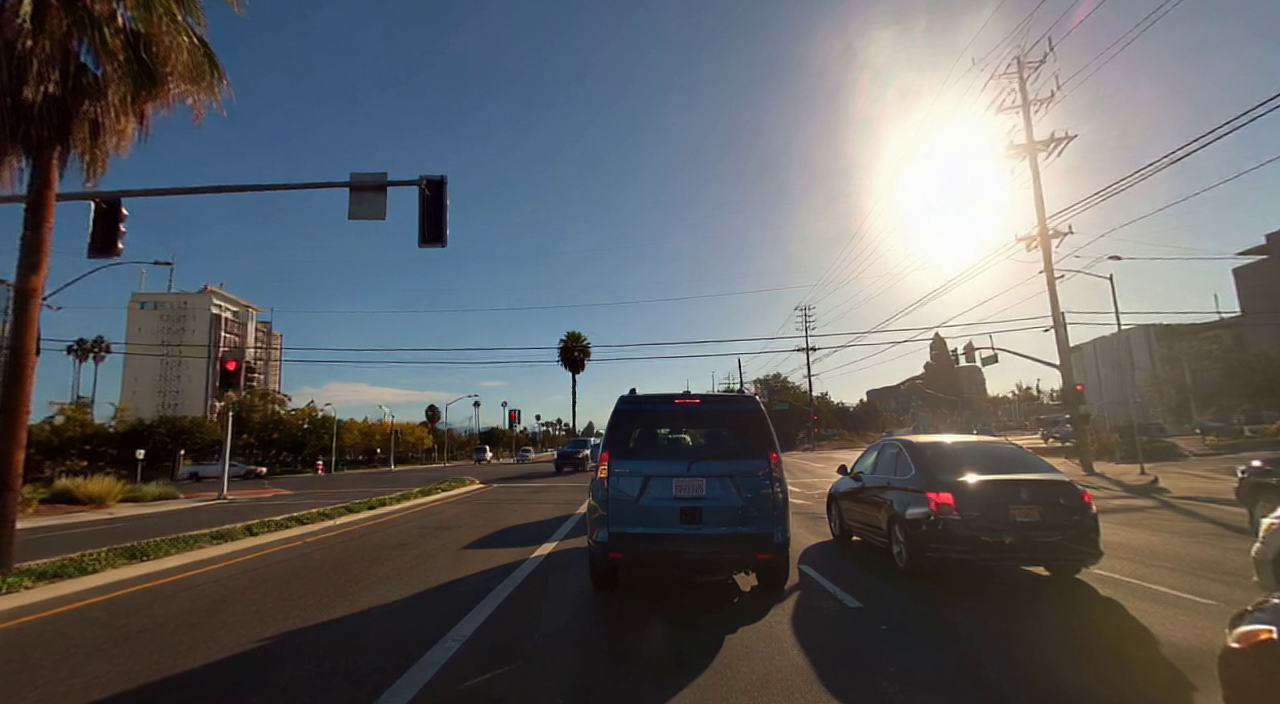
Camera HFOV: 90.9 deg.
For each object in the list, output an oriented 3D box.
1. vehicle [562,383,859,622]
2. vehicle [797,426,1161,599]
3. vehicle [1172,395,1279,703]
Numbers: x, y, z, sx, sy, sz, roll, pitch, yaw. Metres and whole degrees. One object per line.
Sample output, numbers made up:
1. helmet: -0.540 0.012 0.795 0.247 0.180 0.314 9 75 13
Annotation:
1. vehicle: 0.454 1.442 6.946 2.228 1.780 4.269 0 -9 -2
2. vehicle: 3.441 1.693 7.567 1.895 1.456 4.255 0 -9 -2
3. vehicle: 3.359 0.648 0.673 1.805 1.485 4.348 0 -9 1
